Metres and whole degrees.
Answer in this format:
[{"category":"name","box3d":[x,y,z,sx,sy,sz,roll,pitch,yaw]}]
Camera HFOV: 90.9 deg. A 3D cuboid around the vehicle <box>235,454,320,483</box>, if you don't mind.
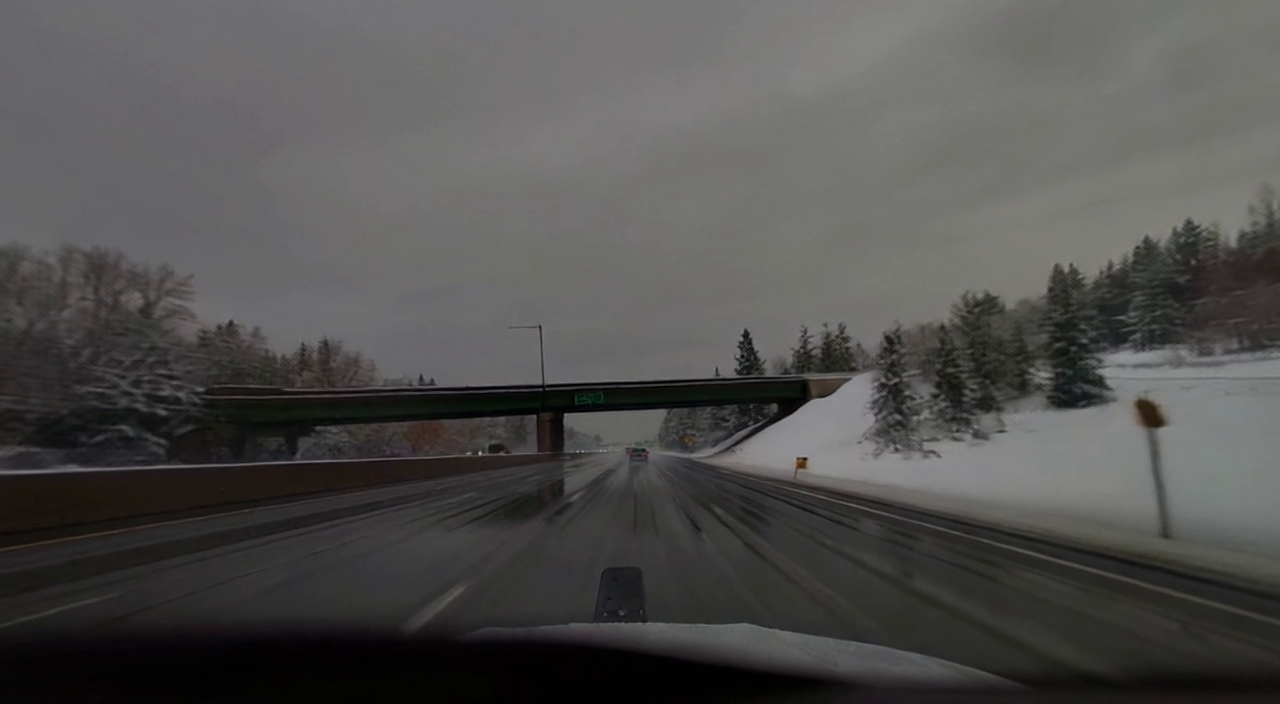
[{"category":"vehicle","box3d":[-19.596,6.316,34.311,1.936,1.423,4.438,0,-9,1]}]
